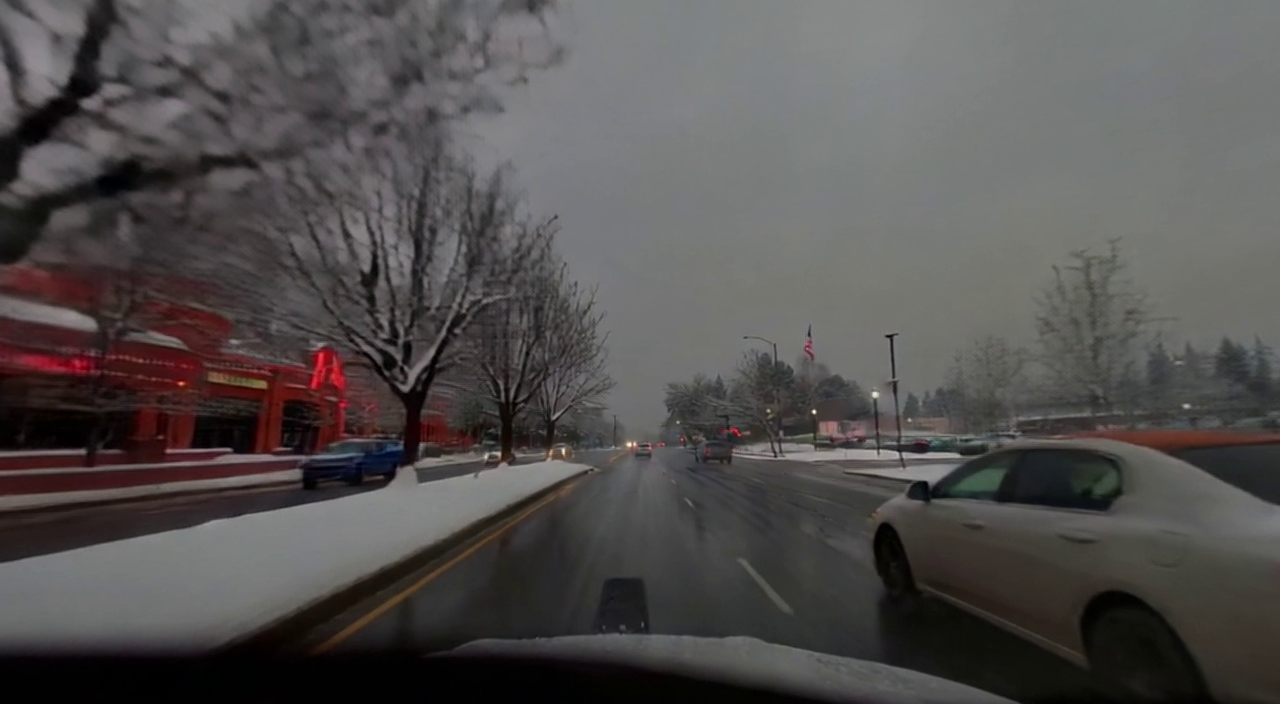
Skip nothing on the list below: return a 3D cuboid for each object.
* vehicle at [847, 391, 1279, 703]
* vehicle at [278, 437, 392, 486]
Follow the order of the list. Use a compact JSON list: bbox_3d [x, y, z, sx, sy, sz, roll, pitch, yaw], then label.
[{"bbox_3d":[3.017,1.098,3.534,2.091,1.472,4.697,0,-8,0],"label":"vehicle"},{"bbox_3d":[-11.366,4.112,23.925,1.985,1.658,4.541,0,-8,1],"label":"vehicle"}]
